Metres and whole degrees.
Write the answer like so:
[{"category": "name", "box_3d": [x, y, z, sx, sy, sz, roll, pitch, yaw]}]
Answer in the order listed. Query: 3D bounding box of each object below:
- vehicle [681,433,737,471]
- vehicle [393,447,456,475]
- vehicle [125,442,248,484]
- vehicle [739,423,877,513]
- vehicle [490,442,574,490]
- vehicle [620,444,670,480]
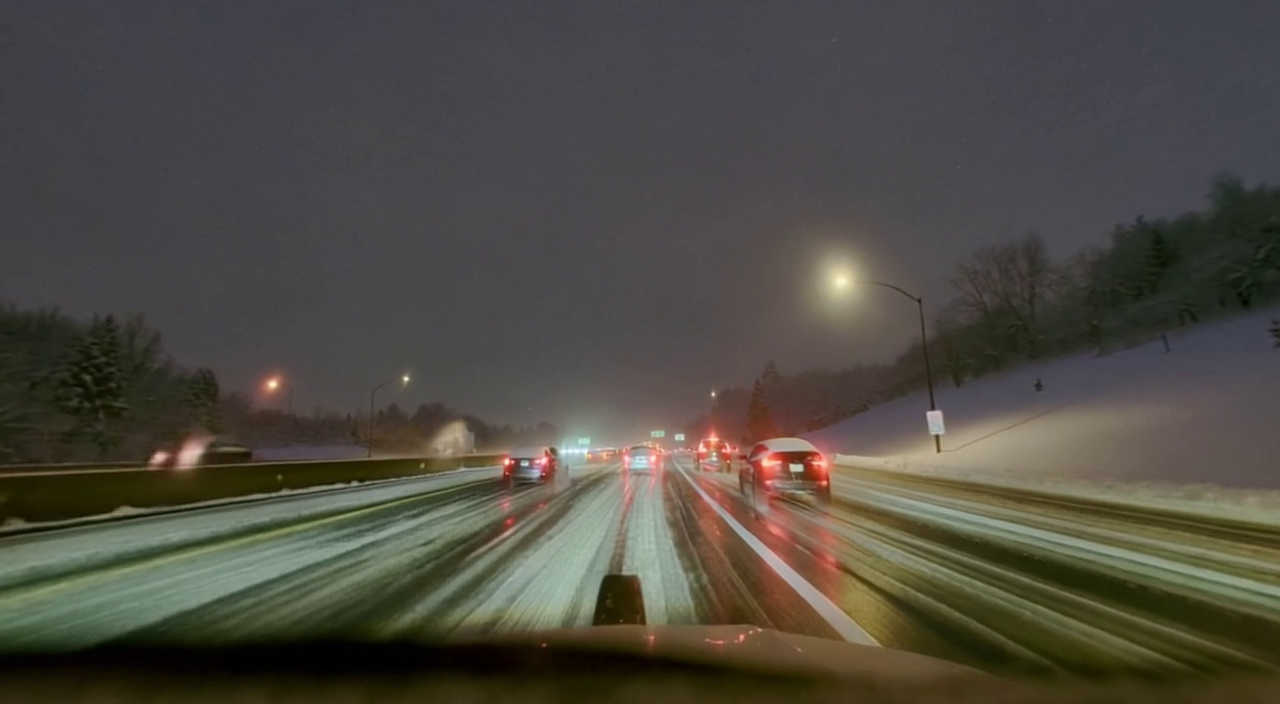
[{"category": "vehicle", "box_3d": [4.133, 6.224, 39.136, 2.802, 2.151, 6.579, 0, -9, 1]}, {"category": "vehicle", "box_3d": [-12.067, 6.114, 35.519, 1.908, 1.506, 4.253, 0, -9, 2]}, {"category": "vehicle", "box_3d": [-19.845, 4.861, 27.873, 2.033, 1.684, 4.440, 0, -9, 1]}, {"category": "vehicle", "box_3d": [3.652, 2.623, 14.602, 2.045, 1.768, 4.249, 0, -9, 0]}, {"category": "vehicle", "box_3d": [-3.647, 3.957, 22.158, 1.996, 1.488, 4.451, 0, -9, 2]}, {"category": "vehicle", "box_3d": [0.244, 4.890, 28.280, 2.071, 1.478, 4.130, 0, -9, 1]}]
